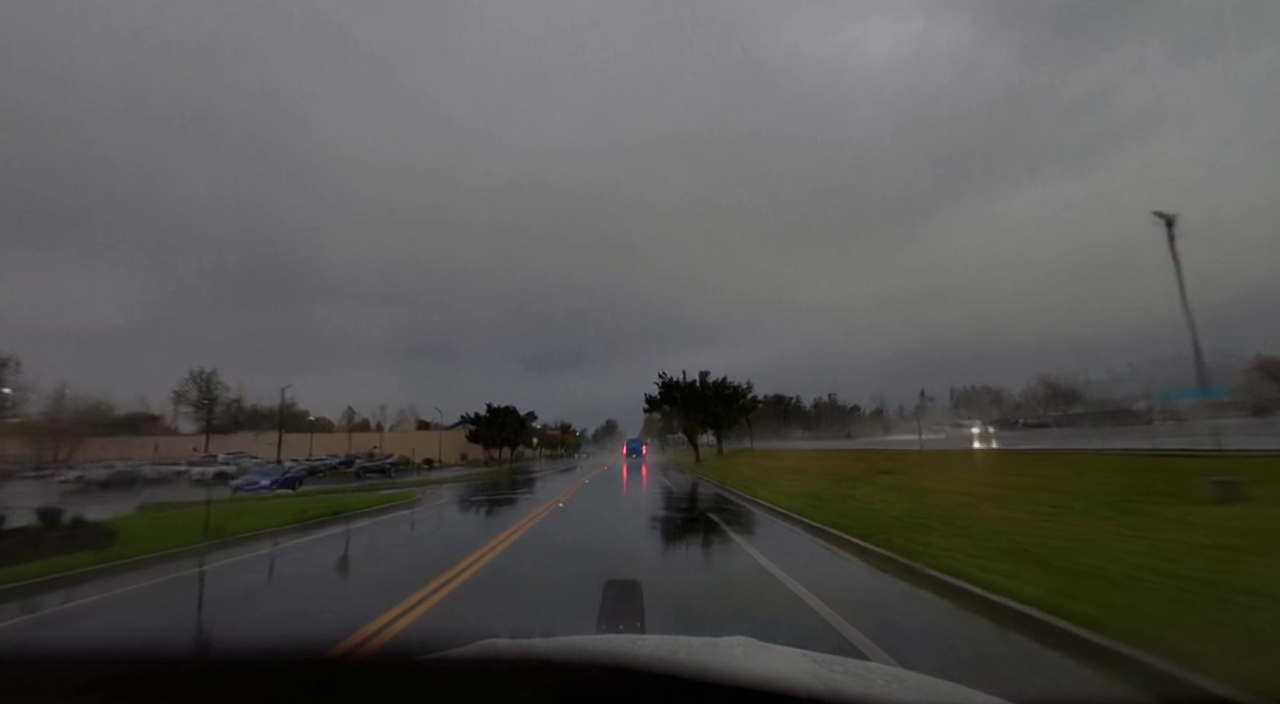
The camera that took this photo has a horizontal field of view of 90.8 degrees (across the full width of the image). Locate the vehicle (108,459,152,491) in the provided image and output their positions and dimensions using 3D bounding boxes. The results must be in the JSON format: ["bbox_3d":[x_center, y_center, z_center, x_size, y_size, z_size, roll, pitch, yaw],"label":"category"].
[{"bbox_3d":[-34.597,8.301,42.891,2.050,1.938,4.789,7,-11,-38],"label":"vehicle"}]

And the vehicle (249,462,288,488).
[{"bbox_3d":[-27.909,9.183,47.406,1.930,1.718,4.438,6,-11,-36],"label":"vehicle"}]

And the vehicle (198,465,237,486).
[{"bbox_3d":[-32.110,9.350,47.955,1.747,1.468,3.972,7,-13,-42],"label":"vehicle"}]

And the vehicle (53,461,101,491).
[{"bbox_3d":[-37.910,8.312,42.628,2.047,1.746,4.461,7,-11,-38],"label":"vehicle"}]
